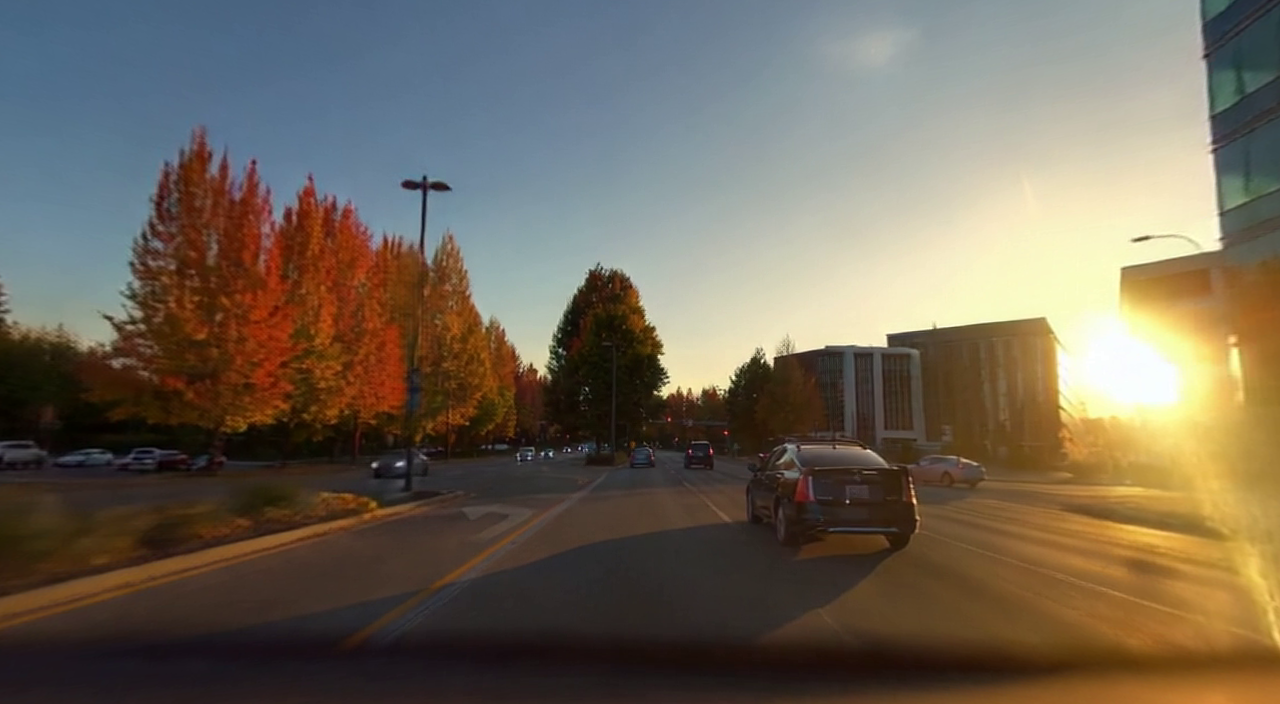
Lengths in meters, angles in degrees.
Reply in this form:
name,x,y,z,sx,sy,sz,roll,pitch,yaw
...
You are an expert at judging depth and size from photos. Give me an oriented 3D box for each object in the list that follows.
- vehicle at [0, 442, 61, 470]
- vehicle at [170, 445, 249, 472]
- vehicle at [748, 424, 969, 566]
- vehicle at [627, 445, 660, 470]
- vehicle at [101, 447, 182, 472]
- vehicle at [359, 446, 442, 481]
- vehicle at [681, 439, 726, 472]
name,x,y,z,sx,sy,sz,roll,pitch,yaw
vehicle,-41.549,6.847,41.733,1.920,1.763,4.591,0,-8,0
vehicle,-28.258,6.959,41.552,1.863,1.635,4.625,0,-8,0
vehicle,2.910,1.974,9.428,1.901,1.634,3.896,1,-8,0
vehicle,0.191,6.684,40.157,1.991,1.477,3.814,0,-8,-1
vehicle,-33.207,7.134,42.116,1.920,1.574,4.174,-1,-8,1
vehicle,-11.353,5.291,30.271,2.055,1.479,4.693,-1,-9,1
vehicle,3.782,6.222,38.119,2.154,1.844,4.634,1,-8,-1
